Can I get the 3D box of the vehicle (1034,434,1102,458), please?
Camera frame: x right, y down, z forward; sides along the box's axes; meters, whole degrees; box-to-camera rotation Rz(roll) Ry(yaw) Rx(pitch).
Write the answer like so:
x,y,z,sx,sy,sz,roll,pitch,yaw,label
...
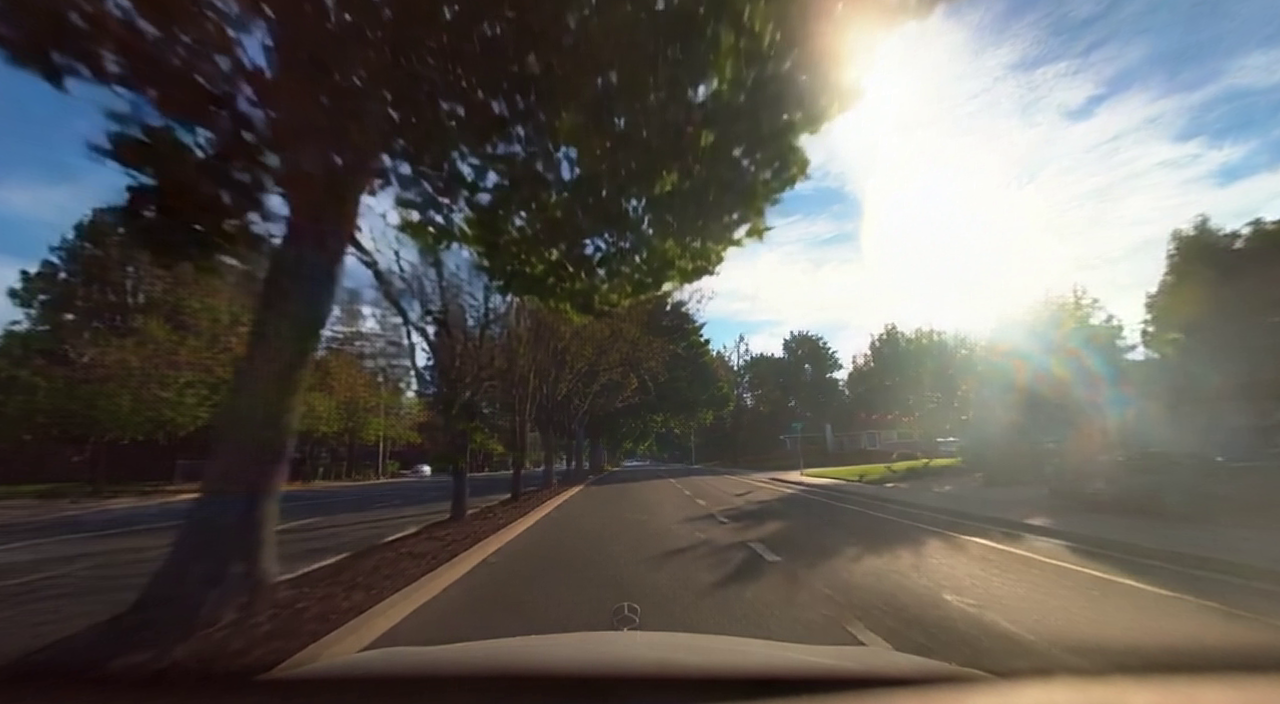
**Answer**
x,y,z,sx,sy,sz,roll,pitch,yaw,label
32.402,7.168,47.954,2.031,1.648,4.246,0,-11,-2,vehicle
